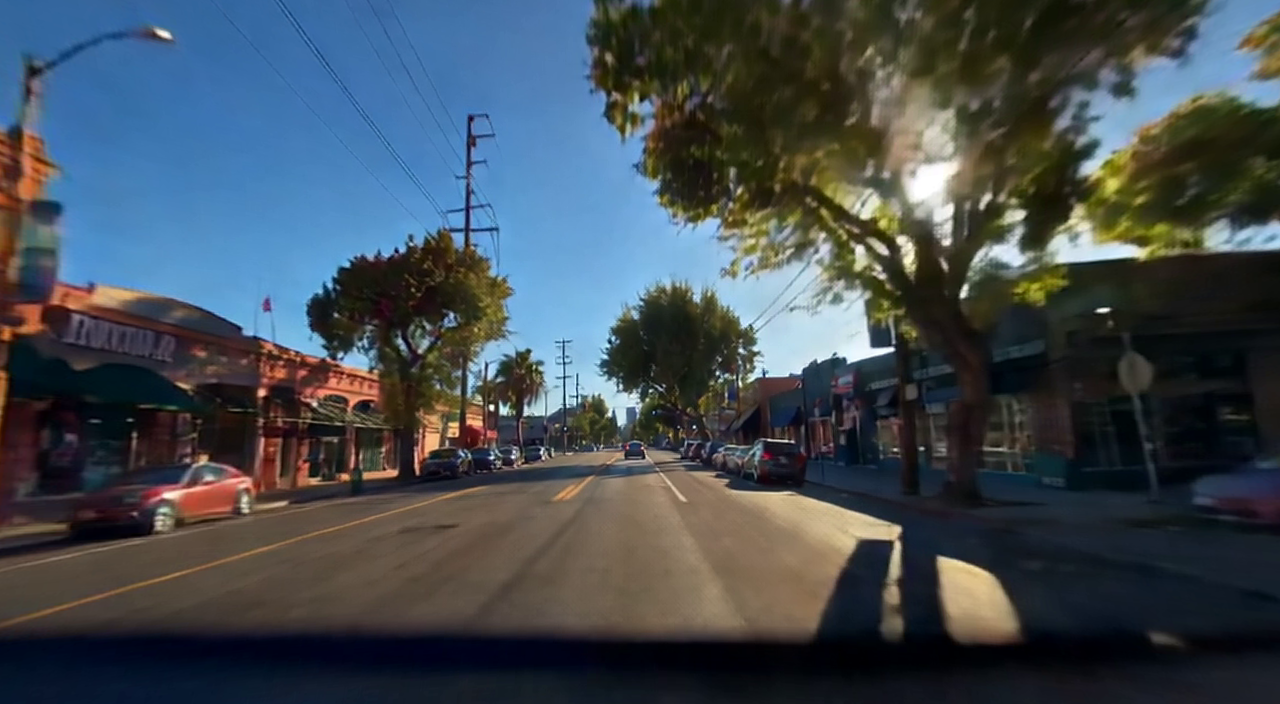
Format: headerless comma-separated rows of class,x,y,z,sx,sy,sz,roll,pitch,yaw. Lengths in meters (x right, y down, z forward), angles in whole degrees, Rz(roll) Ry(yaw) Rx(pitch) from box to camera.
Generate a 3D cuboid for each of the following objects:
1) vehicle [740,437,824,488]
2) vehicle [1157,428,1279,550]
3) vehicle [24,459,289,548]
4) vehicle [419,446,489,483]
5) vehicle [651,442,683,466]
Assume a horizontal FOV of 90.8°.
vehicle,5.488,4.323,25.115,2.042,1.787,5.110,0,-9,-1
vehicle,10.861,1.953,9.319,4.563,1.633,2.144,0,-9,-1
vehicle,-9.829,3.066,13.588,1.802,1.397,5.226,0,-8,-3
vehicle,-10.050,6.109,34.661,2.081,1.819,5.607,0,-9,0
vehicle,1.820,7.167,44.556,1.998,1.580,4.015,0,-9,-1
